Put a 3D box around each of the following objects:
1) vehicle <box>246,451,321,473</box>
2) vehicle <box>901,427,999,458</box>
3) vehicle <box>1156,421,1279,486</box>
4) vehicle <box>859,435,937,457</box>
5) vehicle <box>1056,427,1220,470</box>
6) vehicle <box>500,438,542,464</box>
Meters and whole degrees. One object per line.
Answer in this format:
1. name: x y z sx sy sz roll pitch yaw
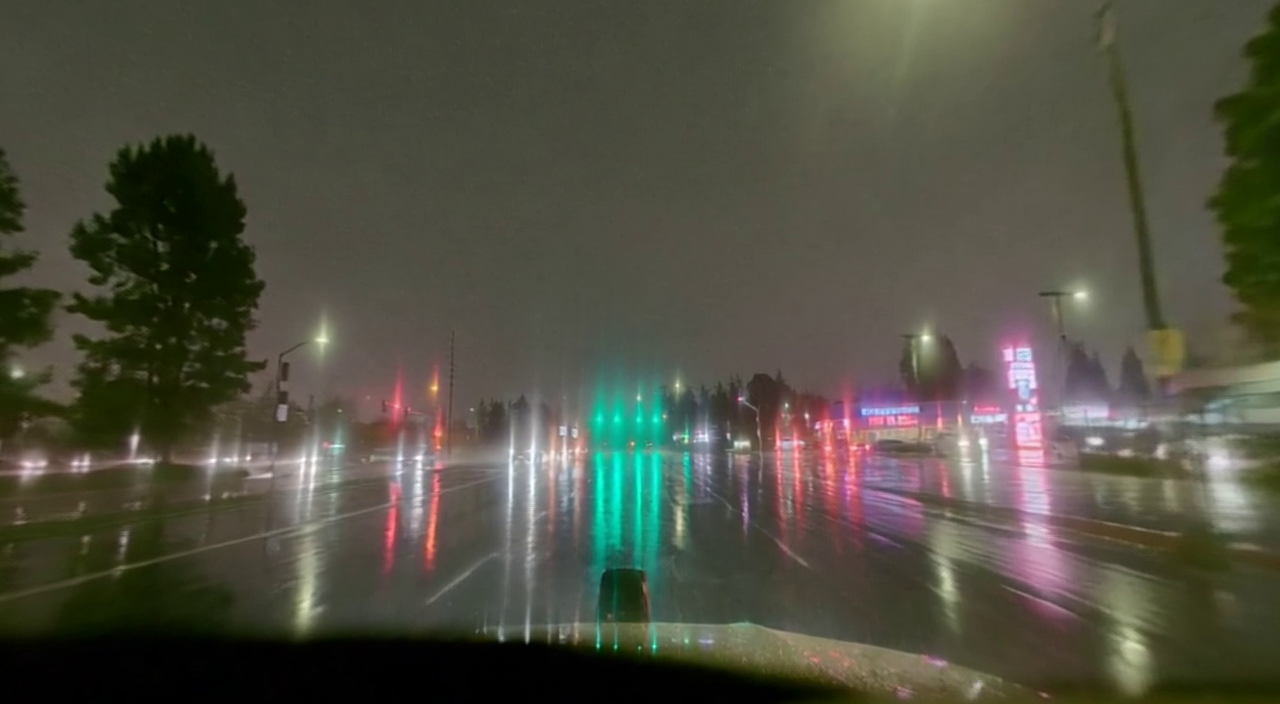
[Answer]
1. vehicle: -27.243 8.415 48.256 4.805 1.537 1.936 -2 -9 11
2. vehicle: 17.441 5.136 35.619 4.498 1.671 1.887 -1 -8 3
3. vehicle: 17.522 2.758 17.590 4.512 1.459 1.916 -3 -6 -2
4. vehicle: 16.887 6.182 41.487 1.796 1.351 4.358 6 -11 -37
5. vehicle: 17.673 3.444 22.532 4.211 1.418 1.907 0 -9 0
6. vehicle: -7.877 6.615 42.194 2.231 1.650 5.052 0 -9 -4
